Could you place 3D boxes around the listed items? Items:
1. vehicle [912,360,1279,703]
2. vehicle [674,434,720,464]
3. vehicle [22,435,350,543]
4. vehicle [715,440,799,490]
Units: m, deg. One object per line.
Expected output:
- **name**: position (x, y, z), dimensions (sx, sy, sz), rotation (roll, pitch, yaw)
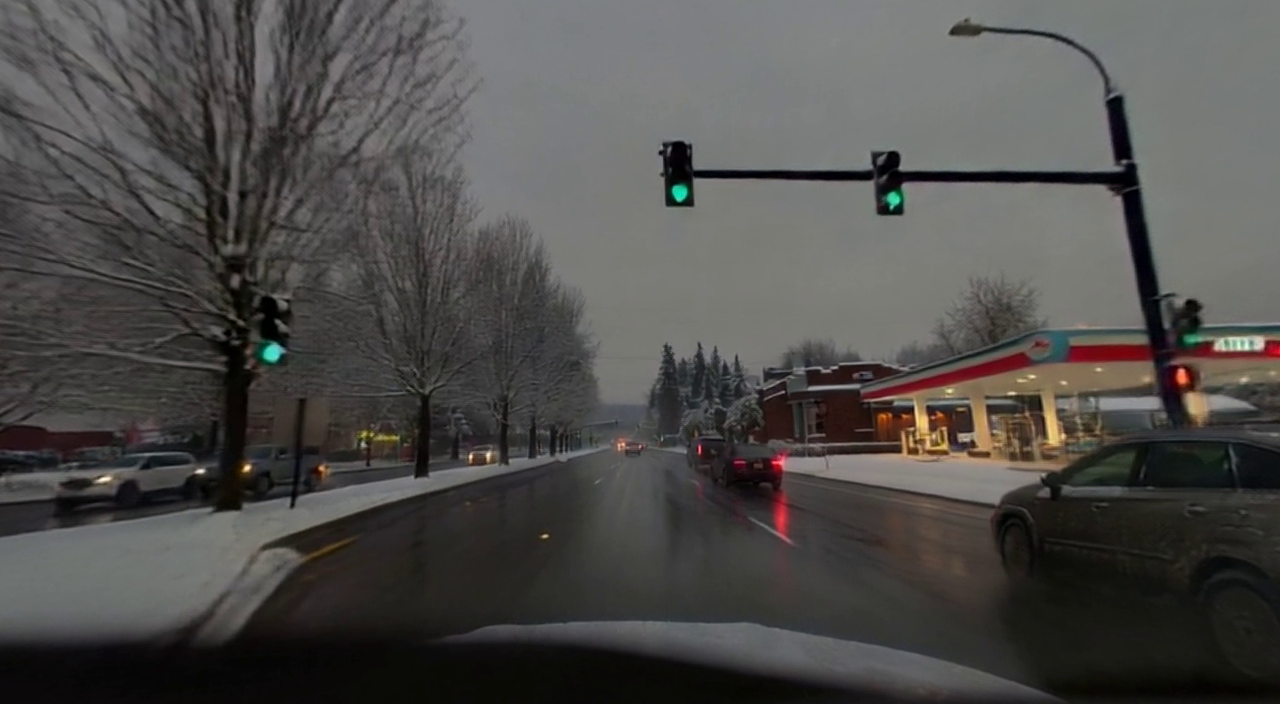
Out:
- **vehicle**: position (3.814, 1.061, 4.089), dimensions (1.875, 1.665, 4.931), rotation (0, -8, 0)
- **vehicle**: position (3.837, 6.705, 43.671), dimensions (2.611, 1.983, 5.165), rotation (0, -8, -1)
- **vehicle**: position (-8.285, 2.484, 12.419), dimensions (2.842, 1.476, 4.980), rotation (-3, -7, 0)
- **vehicle**: position (3.720, 3.640, 20.713), dimensions (1.871, 1.442, 4.122), rotation (0, -8, -1)
